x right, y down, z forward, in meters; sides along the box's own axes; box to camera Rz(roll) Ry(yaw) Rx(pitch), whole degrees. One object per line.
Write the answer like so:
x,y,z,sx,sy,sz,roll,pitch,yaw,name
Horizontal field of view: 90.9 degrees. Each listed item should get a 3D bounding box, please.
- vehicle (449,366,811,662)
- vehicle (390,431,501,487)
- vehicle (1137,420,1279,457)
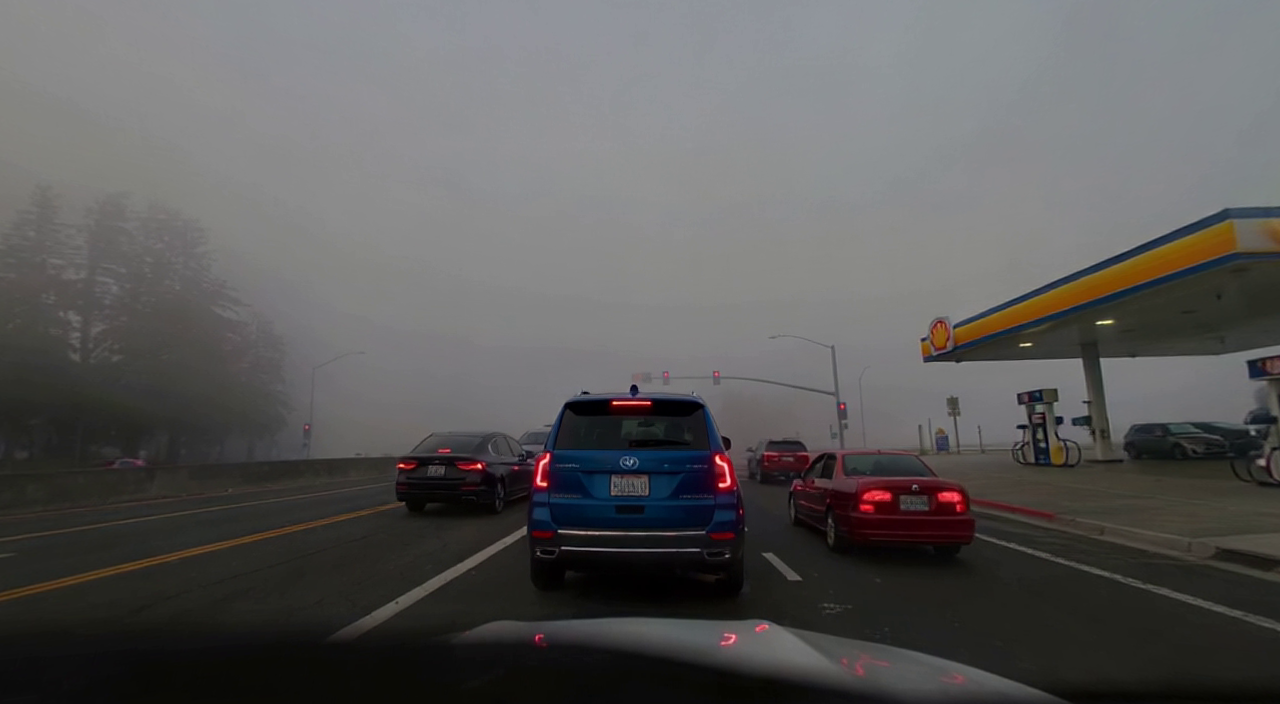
0.017,1.320,6.142,2.236,1.819,4.291,0,-9,2,vehicle
-6.640,3.716,22.175,2.065,1.753,4.525,-1,-9,6,vehicle
25.956,3.964,28.781,4.551,1.616,1.973,-2,-9,11,vehicle
